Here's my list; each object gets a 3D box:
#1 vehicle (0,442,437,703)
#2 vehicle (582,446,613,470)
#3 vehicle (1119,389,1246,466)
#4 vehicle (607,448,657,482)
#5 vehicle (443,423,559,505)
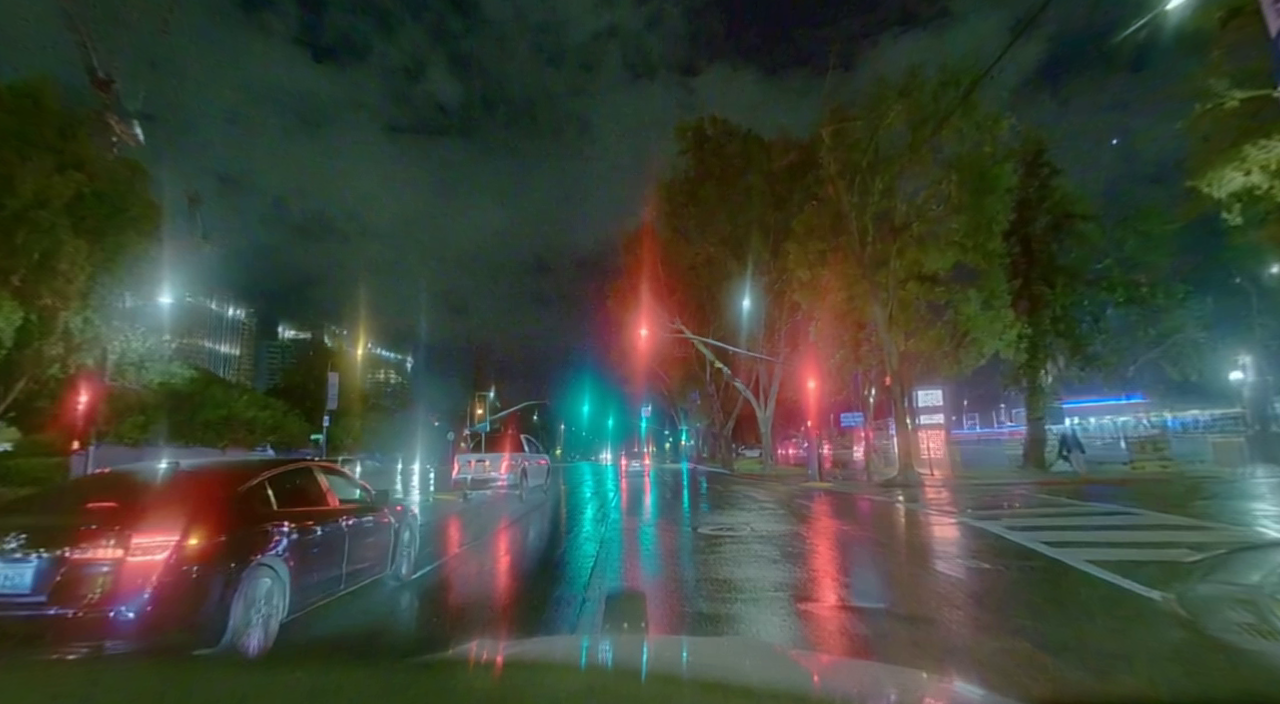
[{"bbox_3d":[-3.450,1.492,5.336,1.959,1.406,4.527,0,-9,0],"label":"vehicle"},{"bbox_3d":[-3.151,7.980,47.570,2.047,1.664,4.148,0,-9,1],"label":"vehicle"},{"bbox_3d":[32.852,4.689,38.719,3.103,4.140,8.643,-4,-9,23],"label":"vehicle"},{"bbox_3d":[-0.363,5.180,29.172,2.171,1.422,4.146,0,-9,-1],"label":"vehicle"},{"bbox_3d":[-3.822,3.188,18.368,2.240,2.054,4.662,0,-9,1],"label":"vehicle"}]
